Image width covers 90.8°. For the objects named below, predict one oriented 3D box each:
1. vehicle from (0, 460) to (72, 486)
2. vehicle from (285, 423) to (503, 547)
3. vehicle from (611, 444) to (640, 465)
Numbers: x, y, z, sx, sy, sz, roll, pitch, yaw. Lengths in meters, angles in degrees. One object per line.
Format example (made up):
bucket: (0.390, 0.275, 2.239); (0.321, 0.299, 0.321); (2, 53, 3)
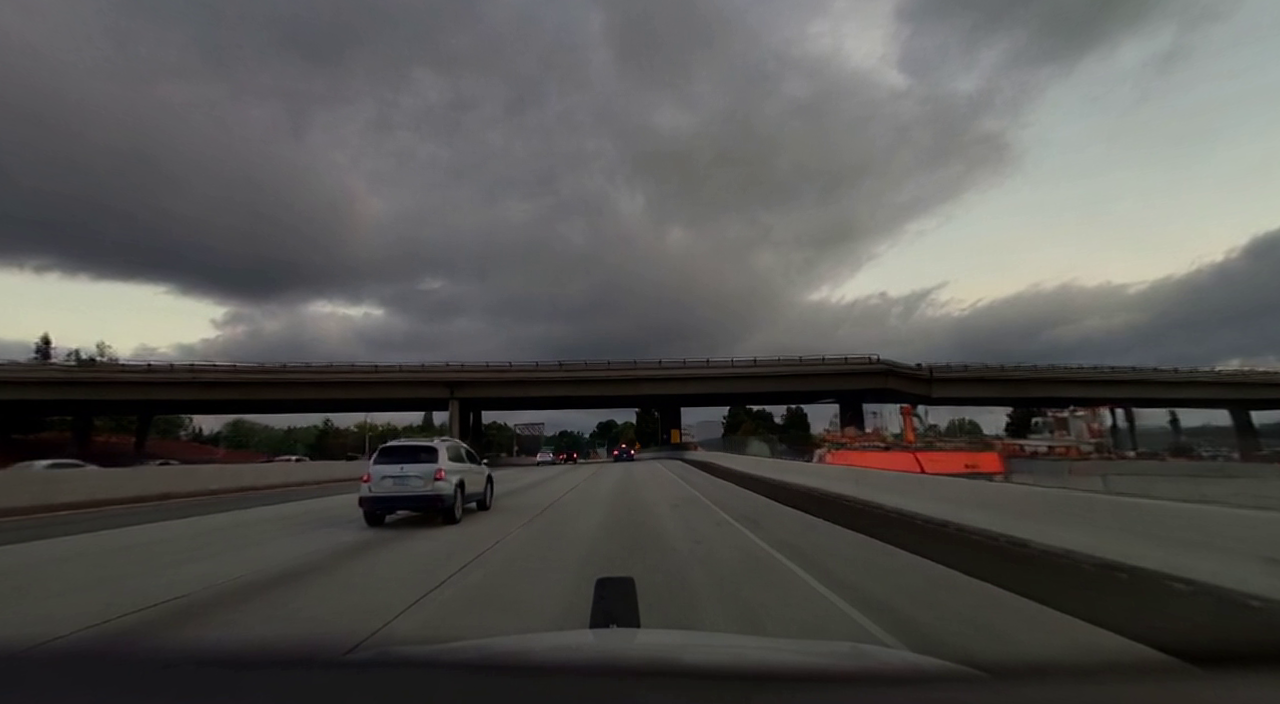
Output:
vehicle: (-46.925, 9.213, 48.497); (2.100, 1.768, 4.945); (0, -8, -2)
vehicle: (-3.795, 2.116, 10.705); (2.024, 1.655, 4.192); (0, -9, -1)
vehicle: (-1.103, 7.678, 47.495); (2.051, 1.459, 4.092); (0, -8, -2)
